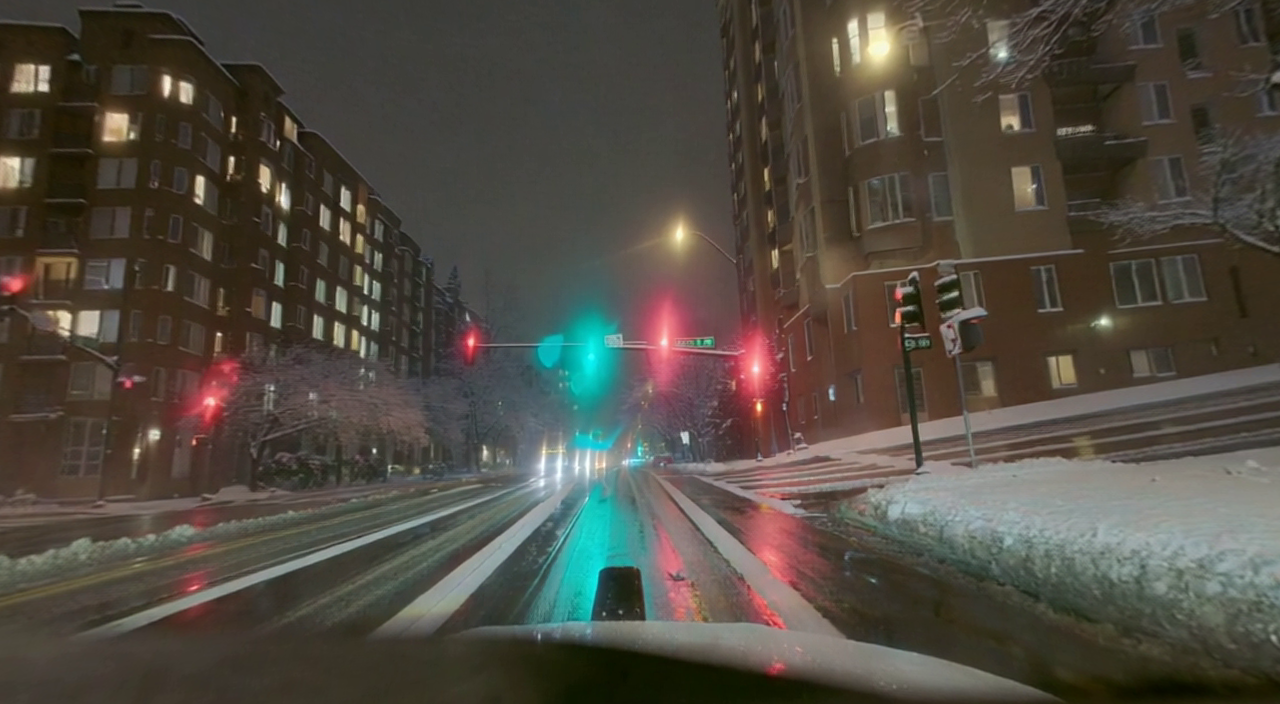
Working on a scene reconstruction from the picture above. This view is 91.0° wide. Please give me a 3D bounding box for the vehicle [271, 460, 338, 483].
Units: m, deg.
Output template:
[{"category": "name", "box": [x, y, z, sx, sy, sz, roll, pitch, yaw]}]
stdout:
[{"category": "vehicle", "box": [-24.629, 8.778, 46.286, 3.882, 1.600, 1.768, 0, -9, 2]}]
